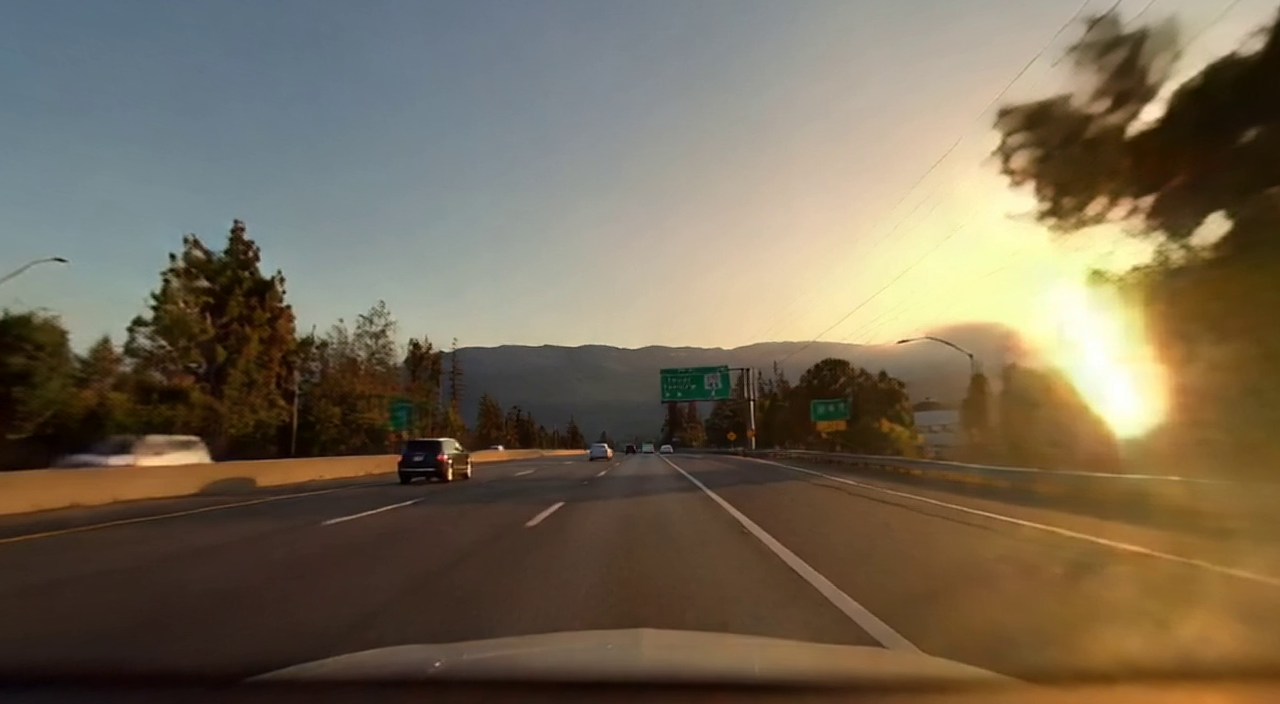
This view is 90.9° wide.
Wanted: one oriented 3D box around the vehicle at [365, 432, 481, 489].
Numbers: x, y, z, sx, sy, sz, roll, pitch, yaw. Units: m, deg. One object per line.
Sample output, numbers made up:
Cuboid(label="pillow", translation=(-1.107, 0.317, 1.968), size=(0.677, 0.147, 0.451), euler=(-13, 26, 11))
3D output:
Cuboid(label="vehicle", translation=(-7.153, 3.641, 21.417), size=(2.118, 1.696, 4.836), euler=(0, -9, 1))
